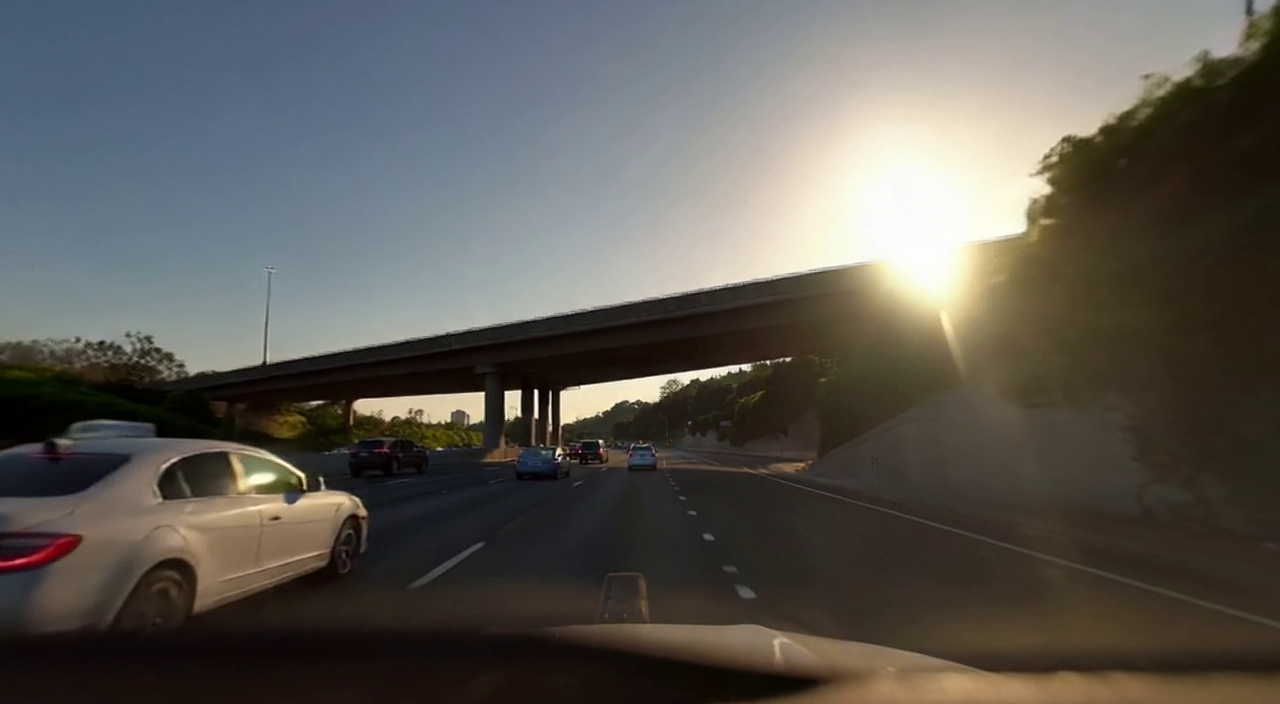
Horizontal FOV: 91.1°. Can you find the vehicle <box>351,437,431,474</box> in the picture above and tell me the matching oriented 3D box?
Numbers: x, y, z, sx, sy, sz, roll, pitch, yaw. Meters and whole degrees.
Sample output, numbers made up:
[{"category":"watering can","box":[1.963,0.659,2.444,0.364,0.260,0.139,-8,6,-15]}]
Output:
[{"category":"vehicle","box":[-11.745,4.889,29.960,1.954,1.640,4.339,0,-8,1]}]

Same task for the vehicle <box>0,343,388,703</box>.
[{"category":"vehicle","box":[-3.746,1.092,4.296,2.161,1.759,4.482,0,-8,0]}]

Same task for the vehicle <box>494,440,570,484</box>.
[{"category":"vehicle","box":[-3.912,4.064,23.631,1.997,1.490,4.471,0,-8,1]}]

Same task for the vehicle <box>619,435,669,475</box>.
[{"category":"vehicle","box":[0.198,4.759,29.276,2.160,1.678,4.178,0,-8,0]}]

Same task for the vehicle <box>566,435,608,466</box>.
[{"category":"vehicle","box":[-3.367,6.357,40.786,2.237,1.841,4.683,0,-8,1]}]
